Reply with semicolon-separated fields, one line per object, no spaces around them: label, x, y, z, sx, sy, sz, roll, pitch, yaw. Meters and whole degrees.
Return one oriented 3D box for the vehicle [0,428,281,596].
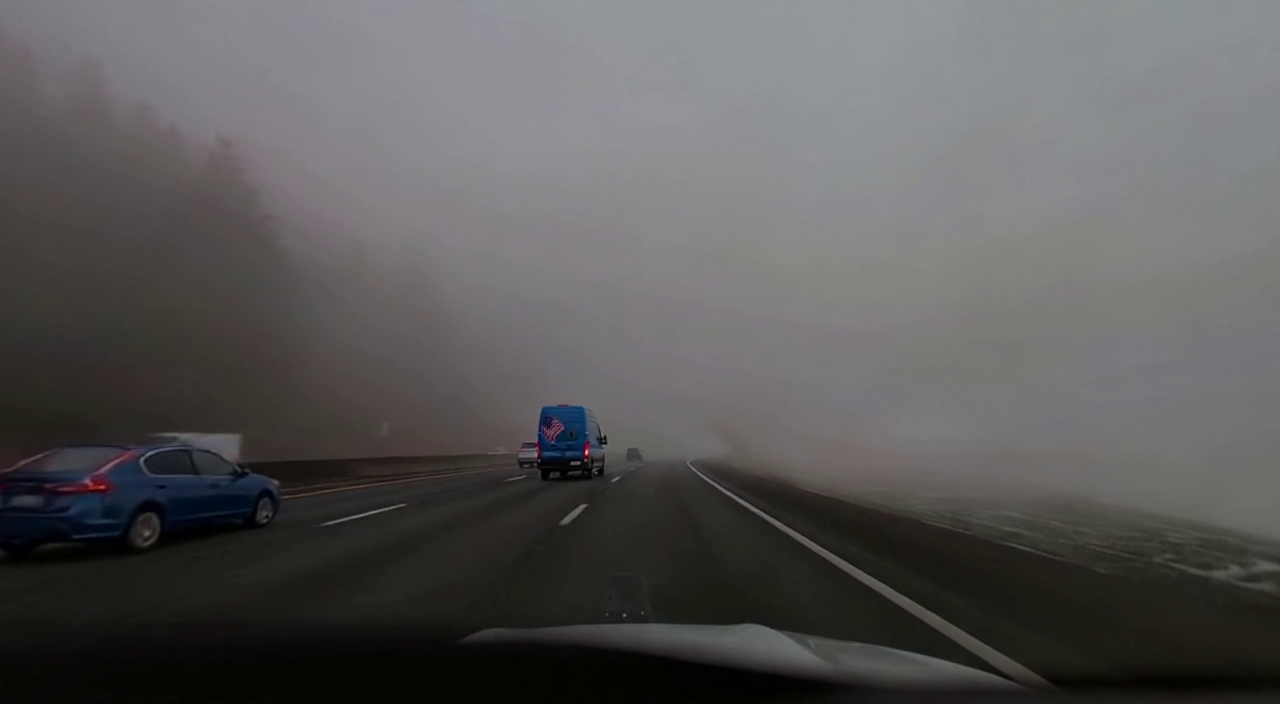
vehicle;-6.473;1.657;7.320;1.947;1.438;4.440;0;-8;1

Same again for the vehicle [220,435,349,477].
vehicle;-16.136;4.757;29.163;2.295;1.738;5.899;-1;-8;3

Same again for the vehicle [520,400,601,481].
vehicle;-2.986;3.550;25.263;2.319;2.883;5.632;0;-8;2
